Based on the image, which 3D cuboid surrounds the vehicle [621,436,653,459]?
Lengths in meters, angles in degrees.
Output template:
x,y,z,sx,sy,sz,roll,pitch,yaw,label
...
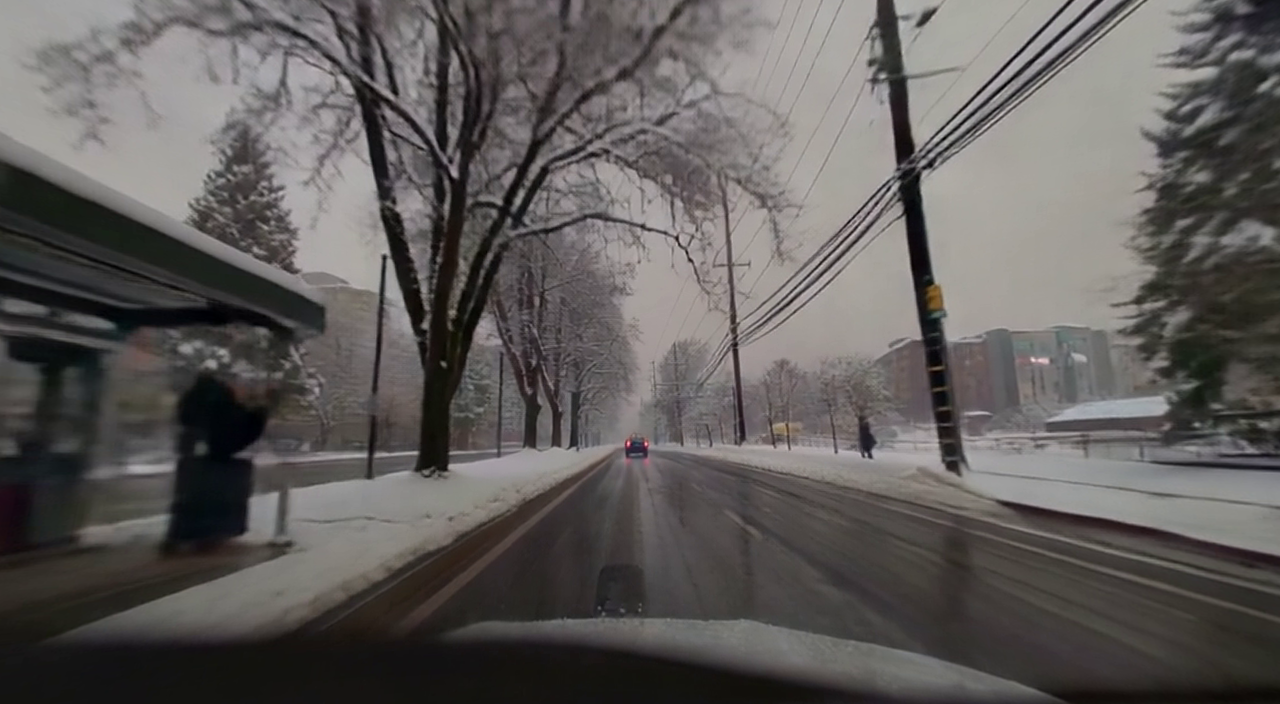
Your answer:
x,y,z,sx,sy,sz,roll,pitch,yaw,label
-0.234,6.482,42.981,2.109,1.501,4.042,0,-8,-1,vehicle
